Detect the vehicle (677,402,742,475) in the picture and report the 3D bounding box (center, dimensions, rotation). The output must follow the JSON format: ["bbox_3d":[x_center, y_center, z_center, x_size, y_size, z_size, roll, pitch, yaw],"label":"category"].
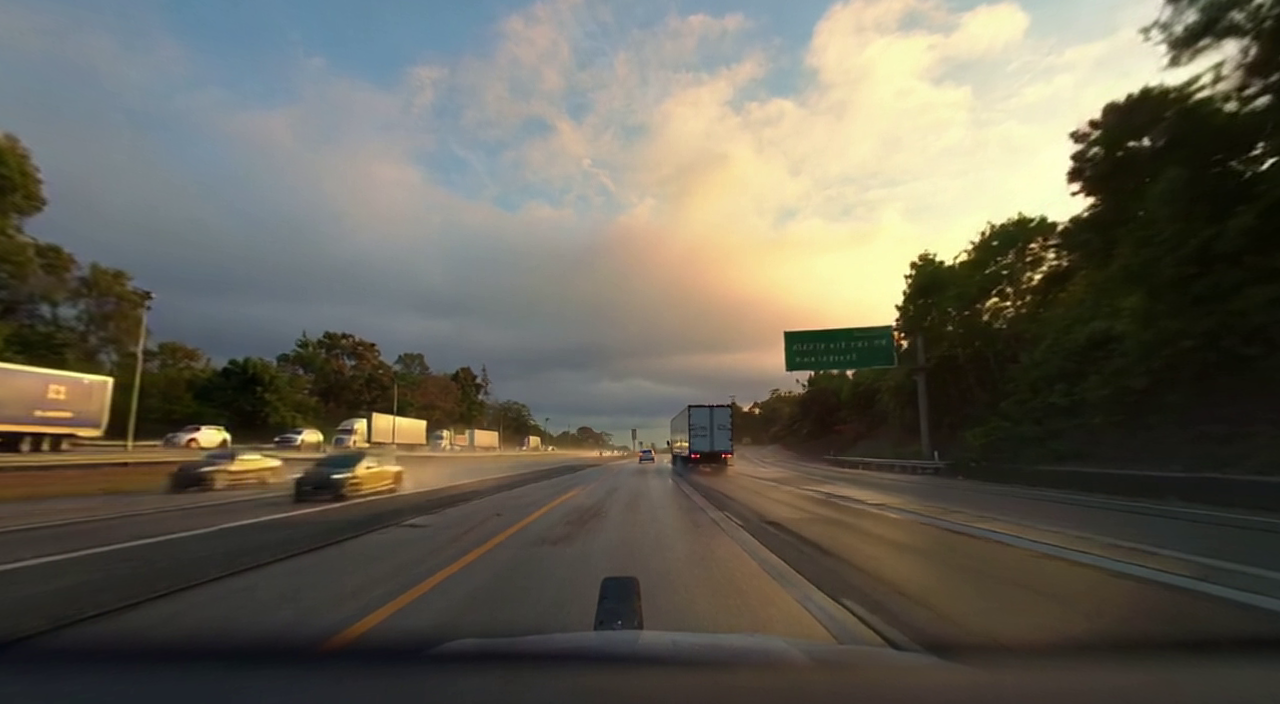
[{"bbox_3d":[4.356,5.921,42.414,3.185,4.154,12.638,-1,-9,1],"label":"vehicle"}]

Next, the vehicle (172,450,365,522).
[{"bbox_3d":[-8.610,3.102,15.167,1.867,1.438,4.553,0,-9,0],"label":"vehicle"}]

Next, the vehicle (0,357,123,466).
[{"bbox_3d":[-26.128,2.052,22.649,2.942,4.127,14.124,0,-9,0],"label":"vehicle"}]
